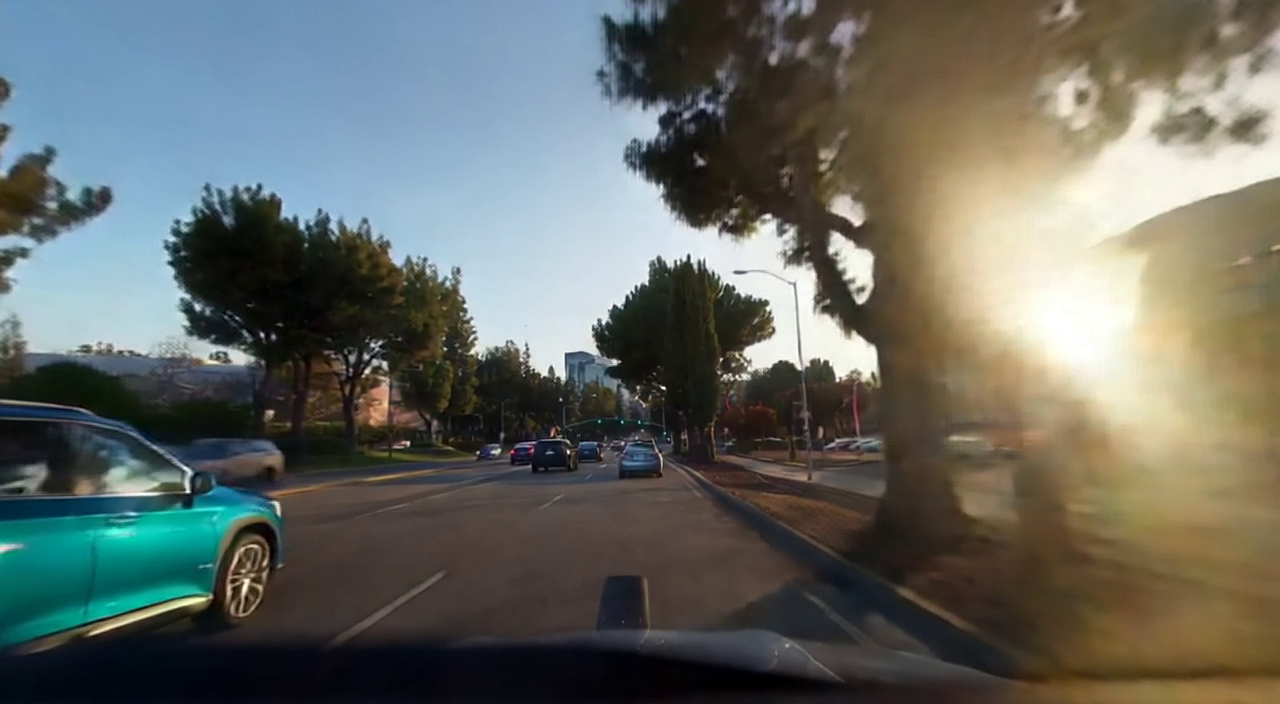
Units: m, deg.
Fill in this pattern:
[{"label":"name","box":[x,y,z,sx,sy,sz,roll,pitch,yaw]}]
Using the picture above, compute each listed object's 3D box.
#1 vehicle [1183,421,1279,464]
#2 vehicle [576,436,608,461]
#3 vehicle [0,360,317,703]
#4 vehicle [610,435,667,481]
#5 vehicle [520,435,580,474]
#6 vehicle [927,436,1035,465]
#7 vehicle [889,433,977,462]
[{"label":"vehicle","box":[28.723,4.270,29.559,4.173,1.920,2.168,0,-9,-1]},{"label":"vehicle","box":[-3.604,7.343,47.701,2.047,1.810,4.414,0,-8,1]},{"label":"vehicle","box":[-3.751,0.928,3.107,2.070,1.641,4.152,0,-8,0]},{"label":"vehicle","box":[-0.049,4.101,24.516,2.042,1.641,4.187,0,-8,0]},{"label":"vehicle","box":[-4.132,4.799,29.617,2.113,1.713,4.422,0,-8,1]},{"label":"vehicle","box":[17.640,5.123,32.578,4.460,1.449,1.959,0,-8,-2]},{"label":"vehicle","box":[17.391,5.684,37.365,4.290,1.664,1.893,1,-8,-4]}]
